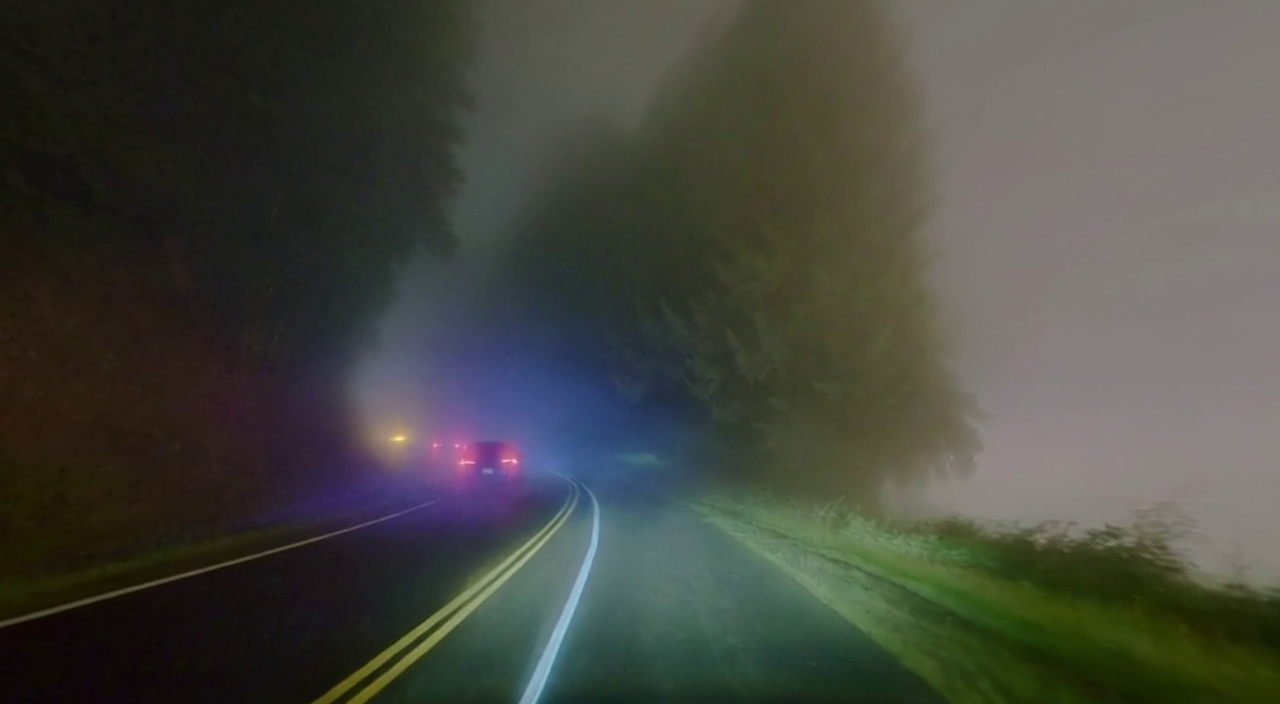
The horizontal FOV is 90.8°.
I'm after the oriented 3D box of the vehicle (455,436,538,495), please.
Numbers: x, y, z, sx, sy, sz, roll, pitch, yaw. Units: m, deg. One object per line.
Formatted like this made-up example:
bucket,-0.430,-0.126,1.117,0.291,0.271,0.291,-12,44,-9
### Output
vehicle,-4.944,3.972,22.550,2.104,1.851,4.992,1,-8,-4
